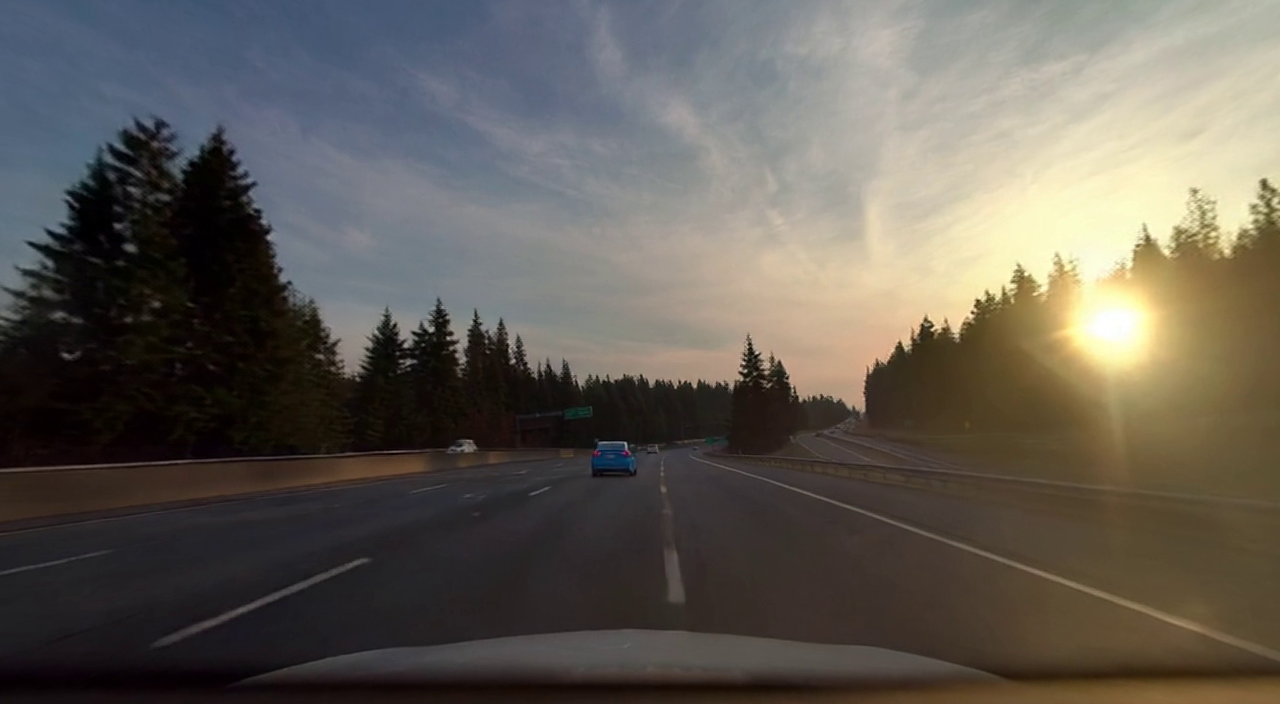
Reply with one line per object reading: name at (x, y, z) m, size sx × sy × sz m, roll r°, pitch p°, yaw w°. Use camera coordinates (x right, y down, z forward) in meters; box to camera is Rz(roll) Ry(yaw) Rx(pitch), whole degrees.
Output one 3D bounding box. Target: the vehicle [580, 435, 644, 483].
vehicle at (-0.984, 4.133, 24.515) m, size 2.133 × 1.686 × 4.203 m, roll 0°, pitch -8°, yaw 2°
